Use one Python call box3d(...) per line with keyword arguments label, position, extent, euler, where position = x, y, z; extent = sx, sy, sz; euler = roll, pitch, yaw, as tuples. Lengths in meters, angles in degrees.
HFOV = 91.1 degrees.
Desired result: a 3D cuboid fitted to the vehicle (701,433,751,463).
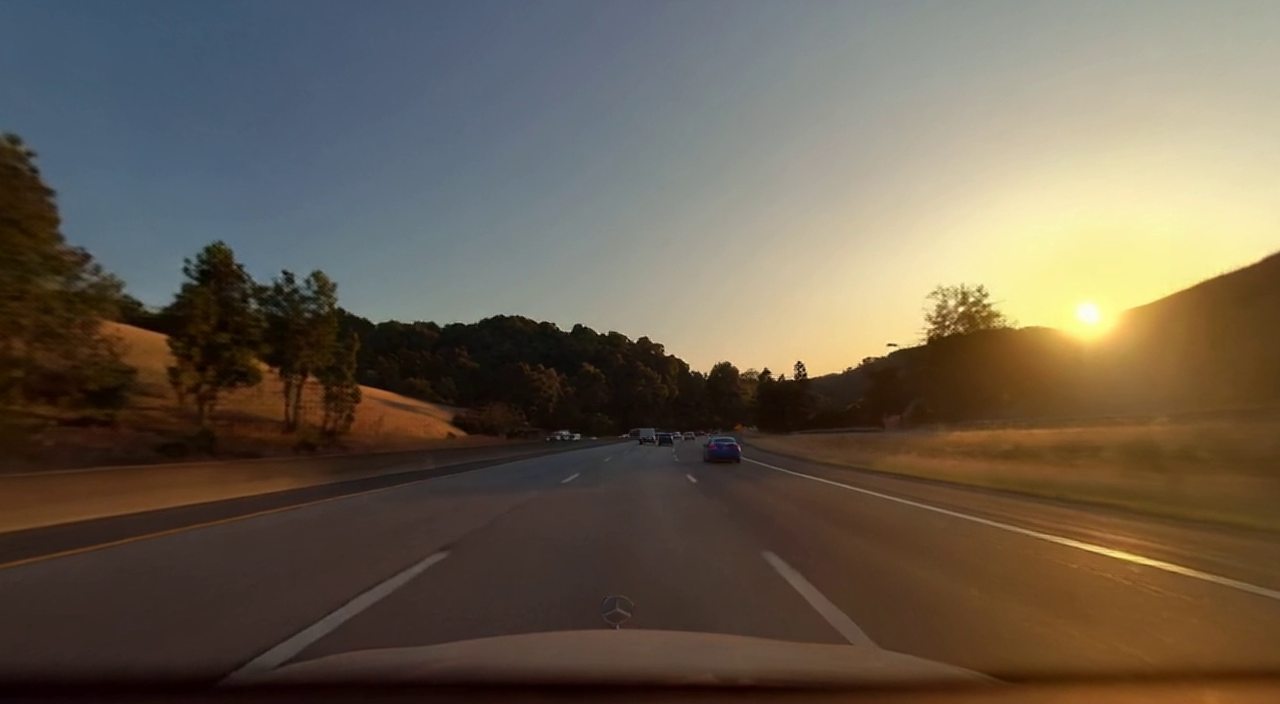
box3d(label="vehicle", position=(4.356, 4.948, 32.567), extent=(1.982, 1.452, 4.294), euler=(0, -8, 0))
